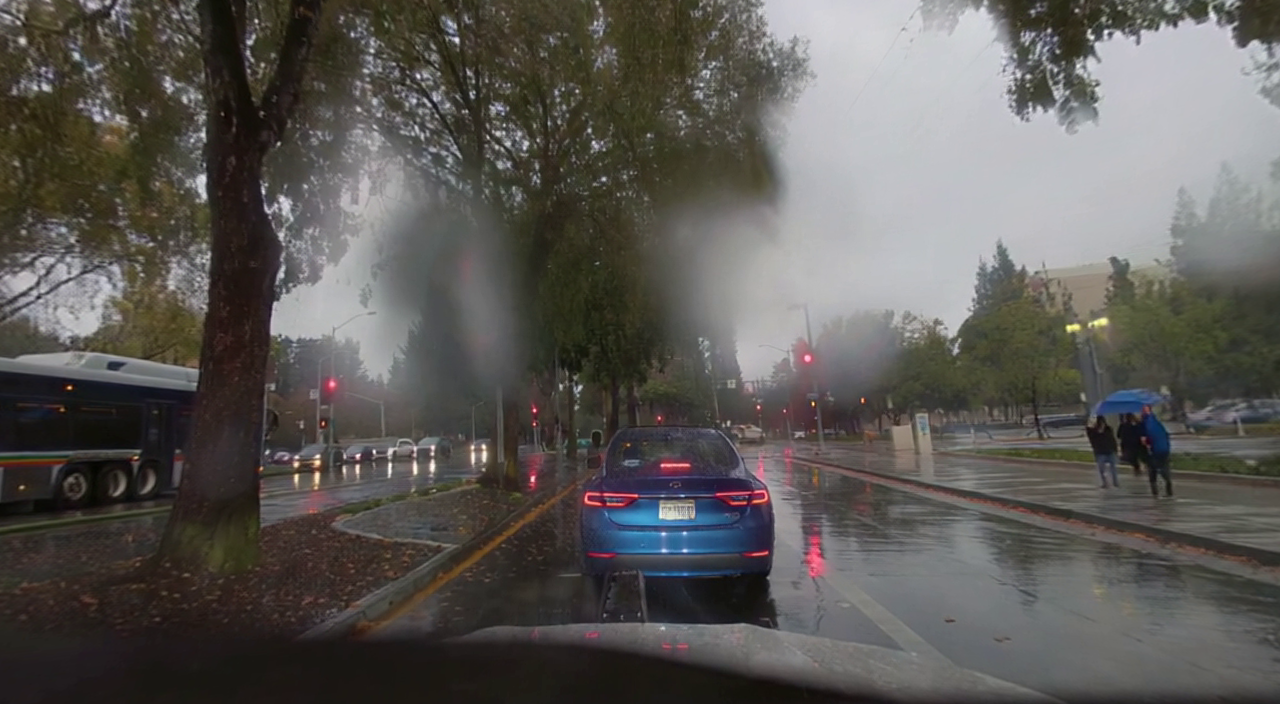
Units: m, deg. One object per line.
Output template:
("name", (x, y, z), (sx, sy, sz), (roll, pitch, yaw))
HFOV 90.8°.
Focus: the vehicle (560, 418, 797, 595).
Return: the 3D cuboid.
("vehicle", (0.371, 1.615, 7.407), (2.035, 1.499, 3.799), (0, -8, 1))
